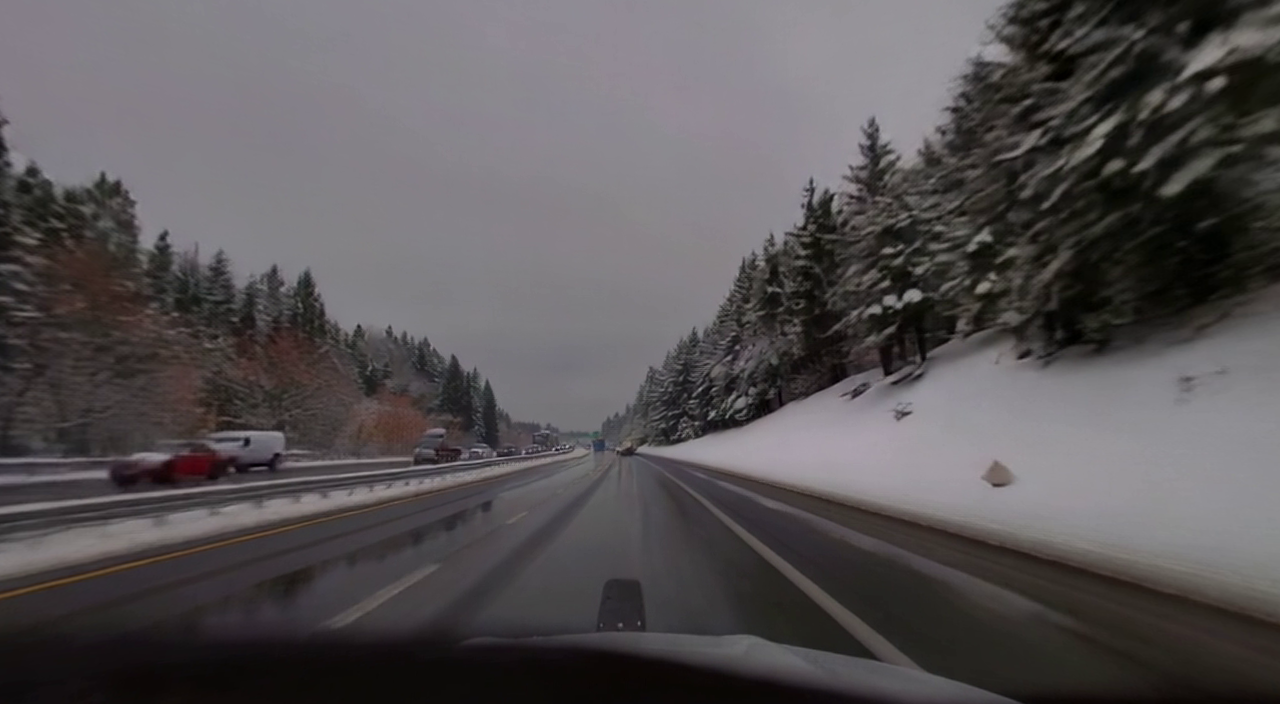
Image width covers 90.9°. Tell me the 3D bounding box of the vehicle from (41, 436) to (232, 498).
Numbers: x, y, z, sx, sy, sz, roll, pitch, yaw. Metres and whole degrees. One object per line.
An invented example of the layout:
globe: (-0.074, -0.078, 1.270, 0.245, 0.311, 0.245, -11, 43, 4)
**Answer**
vehicle: (-14.034, 3.220, 17.965, 1.846, 1.517, 4.301, -1, -9, 0)

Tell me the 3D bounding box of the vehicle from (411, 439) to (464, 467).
vehicle: (-13.869, 6.966, 43.434, 2.107, 1.790, 4.620, 0, -9, 0)

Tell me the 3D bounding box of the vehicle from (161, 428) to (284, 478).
vehicle: (-18.442, 4.494, 28.196, 2.145, 2.042, 4.848, 0, -9, 0)
